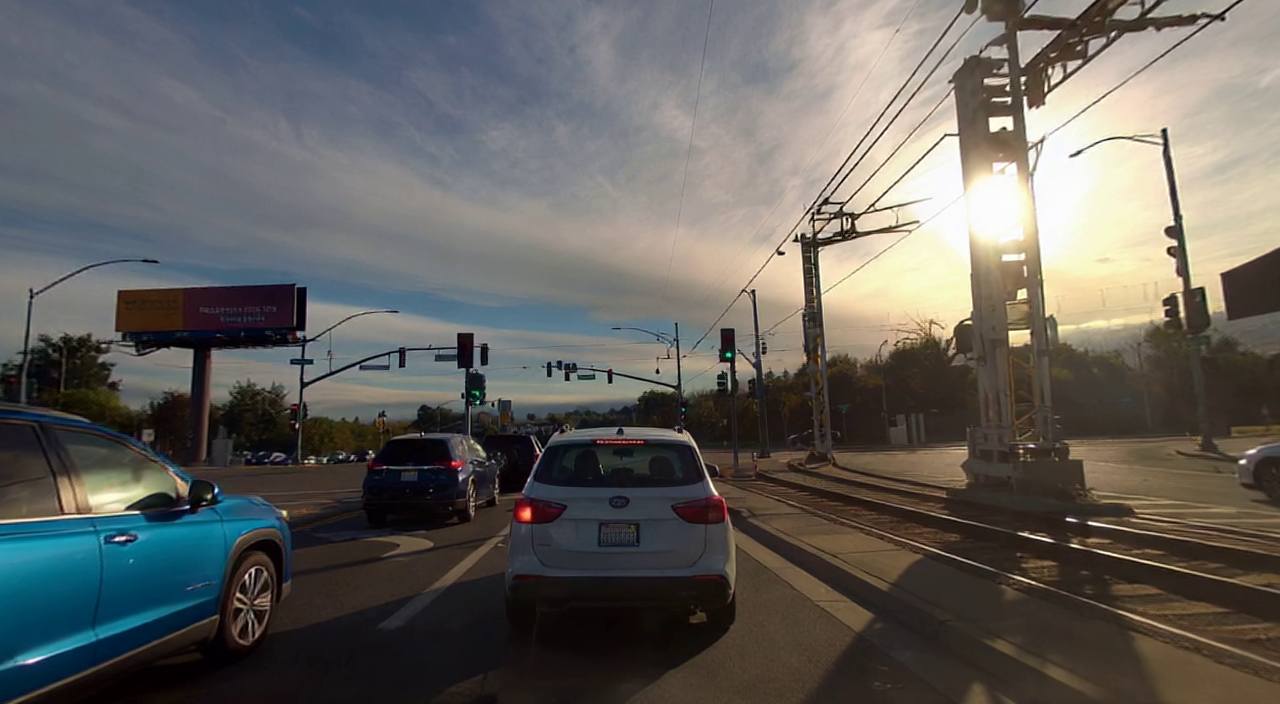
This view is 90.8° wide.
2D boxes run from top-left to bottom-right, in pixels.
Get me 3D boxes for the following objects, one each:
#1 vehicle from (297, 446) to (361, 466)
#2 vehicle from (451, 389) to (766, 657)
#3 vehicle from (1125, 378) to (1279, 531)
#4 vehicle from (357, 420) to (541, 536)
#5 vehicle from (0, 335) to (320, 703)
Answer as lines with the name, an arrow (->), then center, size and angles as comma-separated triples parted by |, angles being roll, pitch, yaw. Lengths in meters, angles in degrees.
vehicle -> -24.185, 8.066, 49.094 | 4.357, 1.444, 1.842 | -3, -9, 19
vehicle -> -0.207, 1.379, 5.991 | 2.025, 1.723, 3.644 | 0, -9, 0
vehicle -> 9.620, 1.312, 8.191 | 5.060, 1.702, 2.033 | 1, -9, -4
vehicle -> -3.150, 2.181, 11.499 | 1.988, 1.678, 4.317 | 0, -9, 0
vehicle -> -3.933, 0.877, 3.093 | 2.052, 1.814, 5.184 | 0, -9, -1
